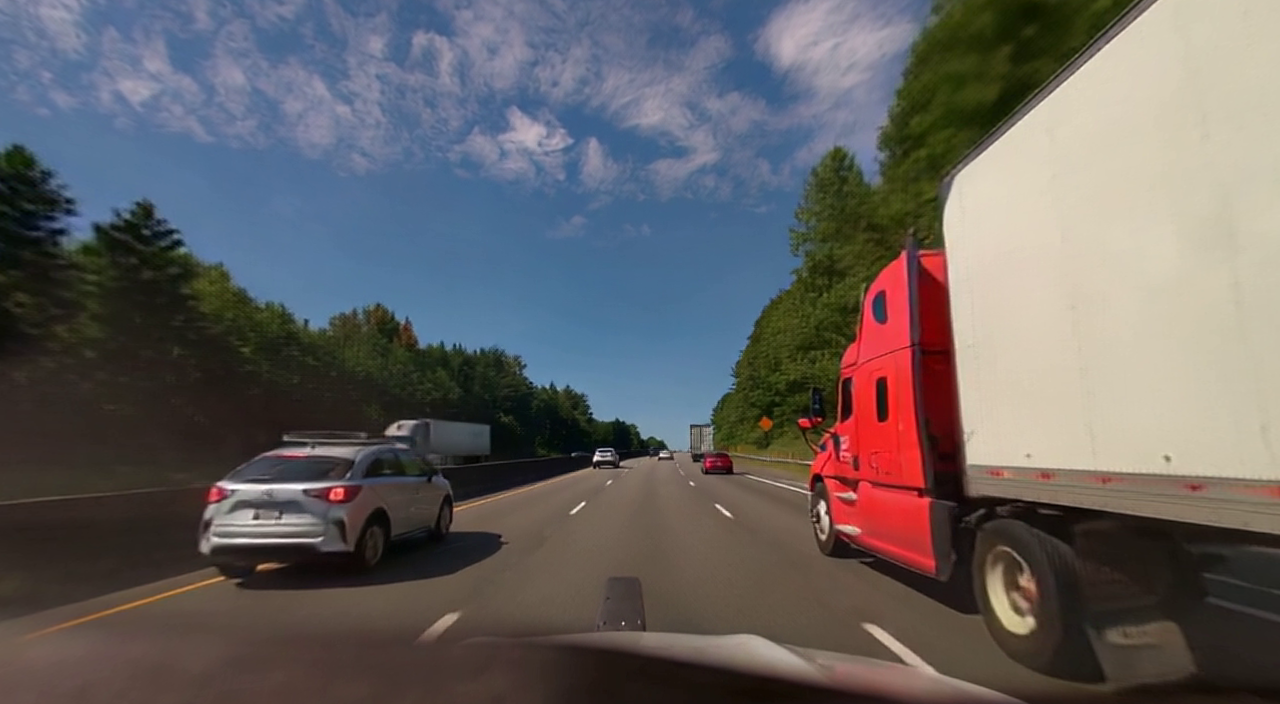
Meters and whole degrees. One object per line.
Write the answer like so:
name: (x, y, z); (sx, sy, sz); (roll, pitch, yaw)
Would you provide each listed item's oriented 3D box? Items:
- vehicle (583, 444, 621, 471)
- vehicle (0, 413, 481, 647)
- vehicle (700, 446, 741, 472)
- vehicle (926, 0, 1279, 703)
vehicle: (-2.420, 6.897, 41.291); (2.017, 1.683, 4.309); (0, -9, 2)
vehicle: (-3.365, 1.556, 6.631); (2.085, 1.530, 4.809); (0, -9, 1)
vehicle: (5.155, 6.914, 40.812); (2.176, 1.598, 3.878); (0, -9, 1)
vehicle: (4.315, -0.667, 0.521); (2.914, 3.998, 11.103); (0, -9, 0)
